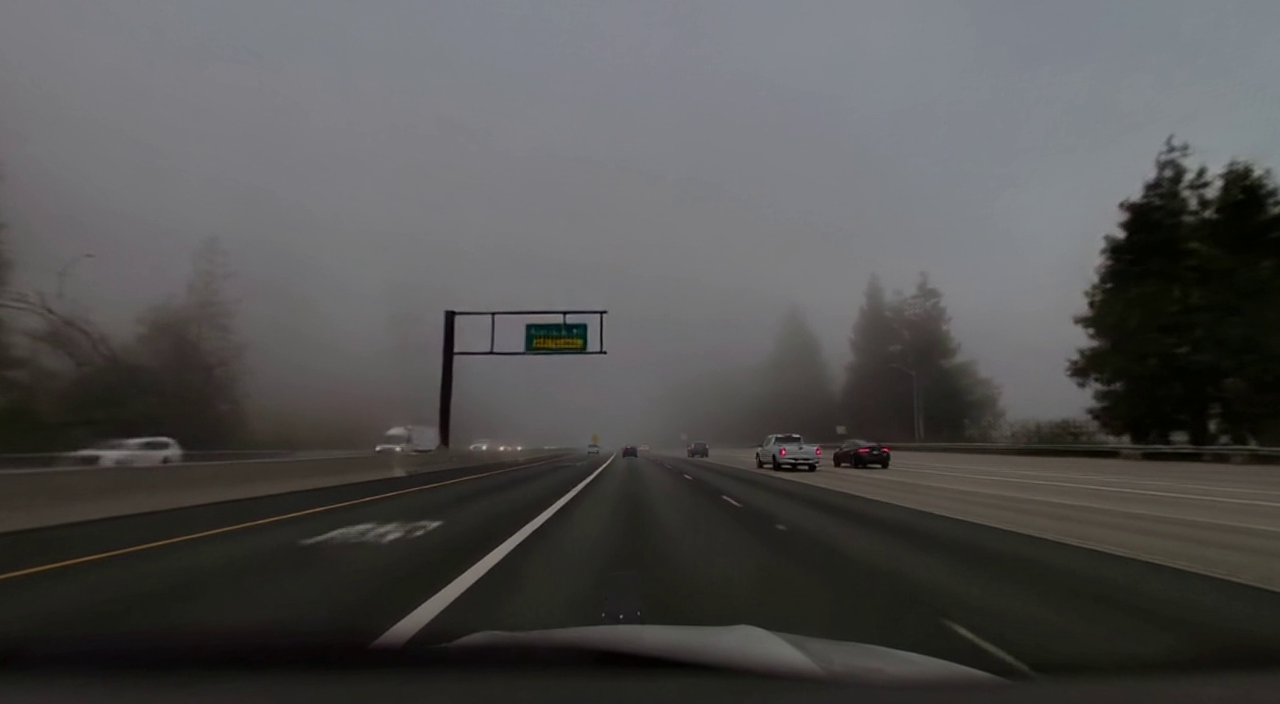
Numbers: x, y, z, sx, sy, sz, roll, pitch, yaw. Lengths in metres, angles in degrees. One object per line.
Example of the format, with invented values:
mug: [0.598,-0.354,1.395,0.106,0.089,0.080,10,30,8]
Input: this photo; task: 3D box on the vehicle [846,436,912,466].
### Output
vehicle: [14.180,5.892,37.593,2.072,1.611,4.387,0,-8,-2]

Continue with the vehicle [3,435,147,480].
vehicle: [-24.690,4.623,27.817,1.979,1.794,4.778,0,-8,-1]

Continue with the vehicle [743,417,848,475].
vehicle: [7.024,4.445,29.774,2.779,2.339,8.073,0,-8,-1]
